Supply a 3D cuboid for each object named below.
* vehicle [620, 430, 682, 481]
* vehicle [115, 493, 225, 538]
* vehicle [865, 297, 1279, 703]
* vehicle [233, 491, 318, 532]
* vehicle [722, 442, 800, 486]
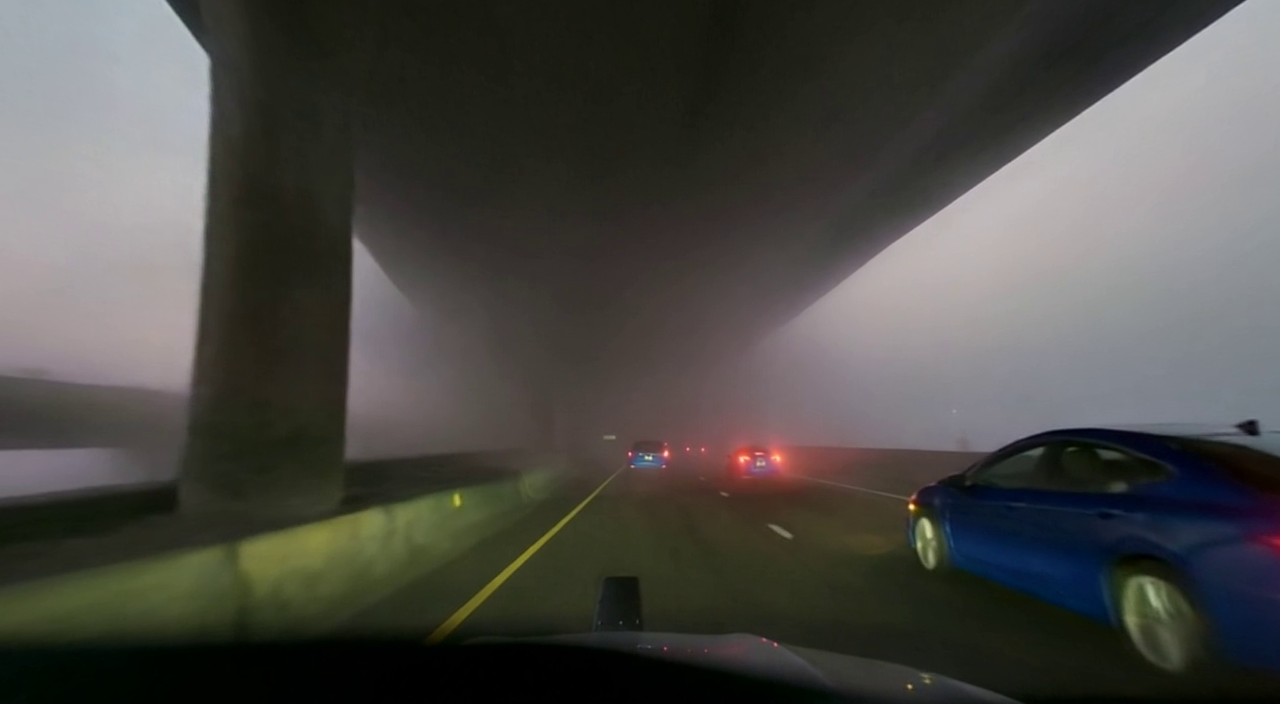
[{"bbox_3d":[0.421,4.156,25.423,2.264,1.841,4.583,0,-9,0],"label":"vehicle"},{"bbox_3d":[-22.789,7.907,30.828,1.920,1.675,4.655,1,-9,-2],"label":"vehicle"},{"bbox_3d":[4.050,1.117,5.002,2.404,2.014,5.655,0,-9,0],"label":"vehicle"},{"bbox_3d":[-18.991,8.294,33.071,1.939,1.689,4.298,1,-9,-2],"label":"vehicle"},{"bbox_3d":[4.463,4.208,23.918,2.047,1.500,4.017,1,-9,-2],"label":"vehicle"}]
